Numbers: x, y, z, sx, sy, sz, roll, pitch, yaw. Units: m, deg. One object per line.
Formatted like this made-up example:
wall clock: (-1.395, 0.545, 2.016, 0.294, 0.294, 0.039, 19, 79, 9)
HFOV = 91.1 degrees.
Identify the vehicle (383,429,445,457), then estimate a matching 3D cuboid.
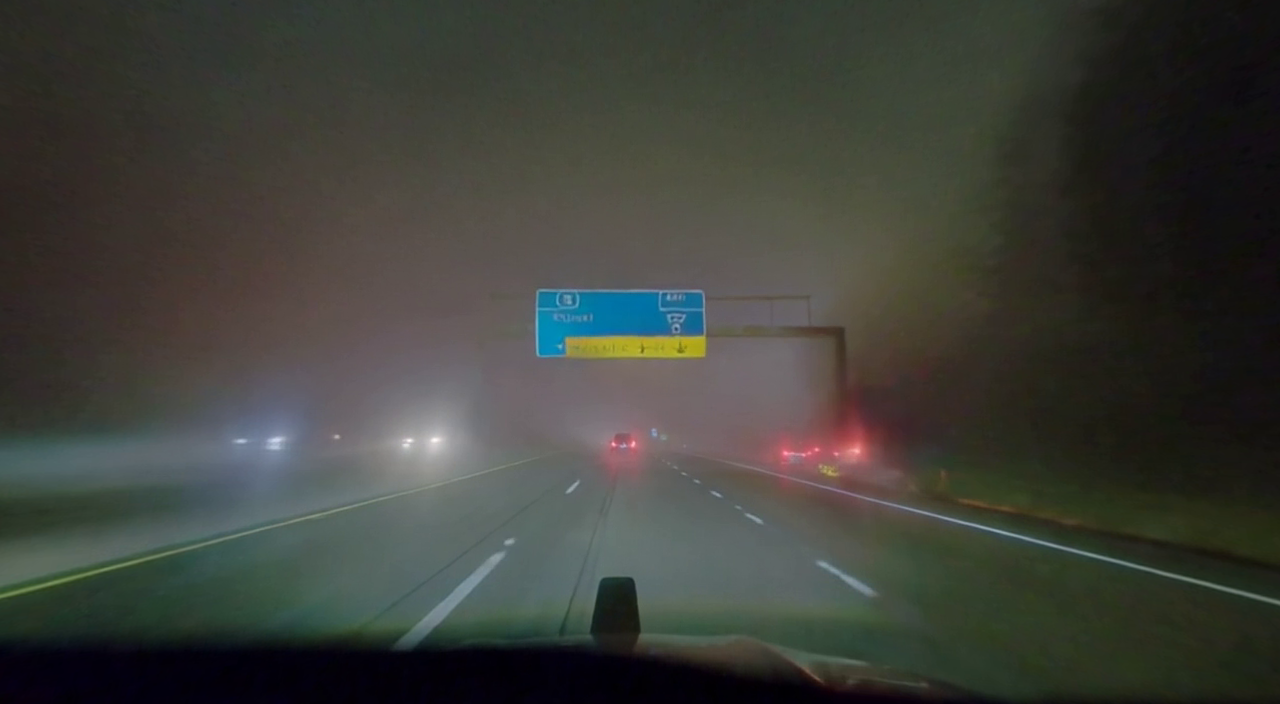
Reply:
vehicle: (-13.261, 5.375, 37.196, 1.932, 1.559, 4.753, 0, -8, -1)

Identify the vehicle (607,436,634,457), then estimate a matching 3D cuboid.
vehicle: (-1.487, 7.132, 47.710, 2.025, 1.519, 3.924, 0, -8, -2)

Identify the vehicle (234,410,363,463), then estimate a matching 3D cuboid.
vehicle: (-16.616, 4.229, 31.260, 2.640, 2.346, 6.904, 0, -8, -1)
